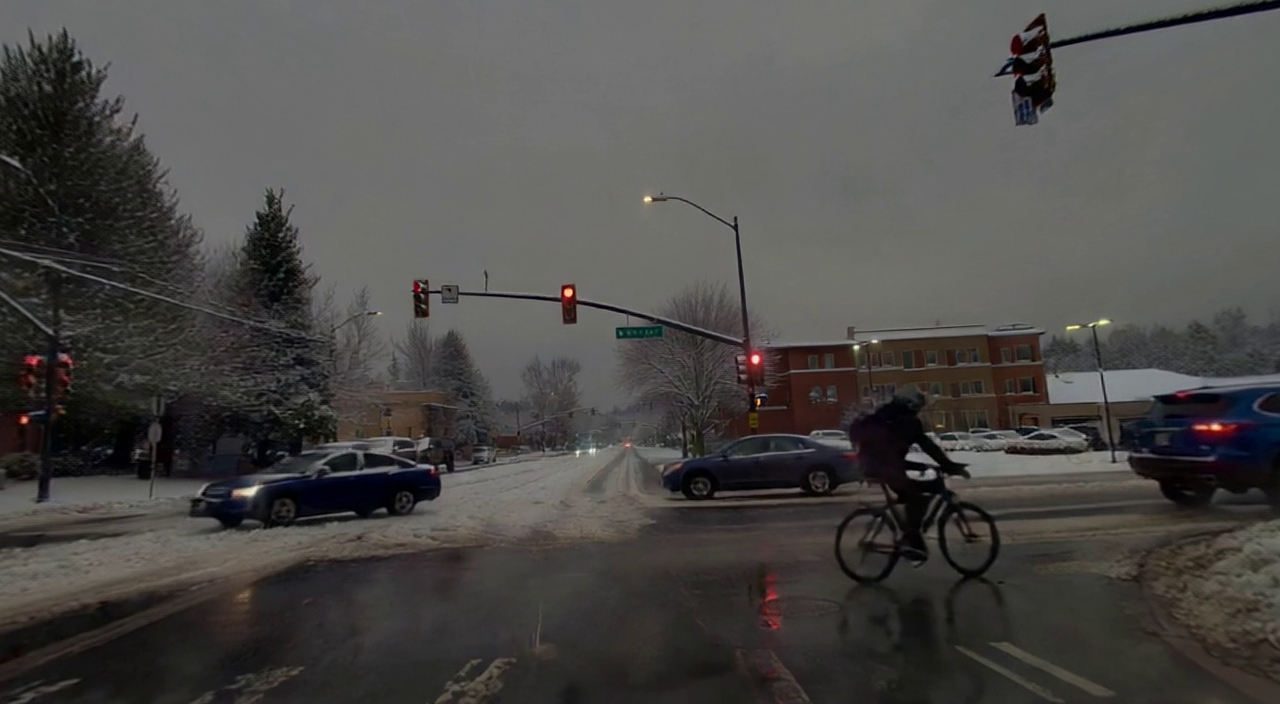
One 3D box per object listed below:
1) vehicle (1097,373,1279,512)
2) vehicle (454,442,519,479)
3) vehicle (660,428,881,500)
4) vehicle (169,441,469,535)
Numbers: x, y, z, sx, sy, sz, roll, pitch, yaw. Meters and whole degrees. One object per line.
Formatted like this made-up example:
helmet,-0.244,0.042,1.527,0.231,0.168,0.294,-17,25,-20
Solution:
vehicle,10.149,1.252,9.234,5.122,1.781,2.098,-2,-9,3
vehicle,-7.022,4.992,29.316,2.024,1.470,4.153,-3,-9,-1
vehicle,2.656,2.425,13.700,4.385,1.419,1.855,-1,-10,3
vehicle,-5.692,2.384,11.649,4.533,1.419,1.755,5,-10,-30
